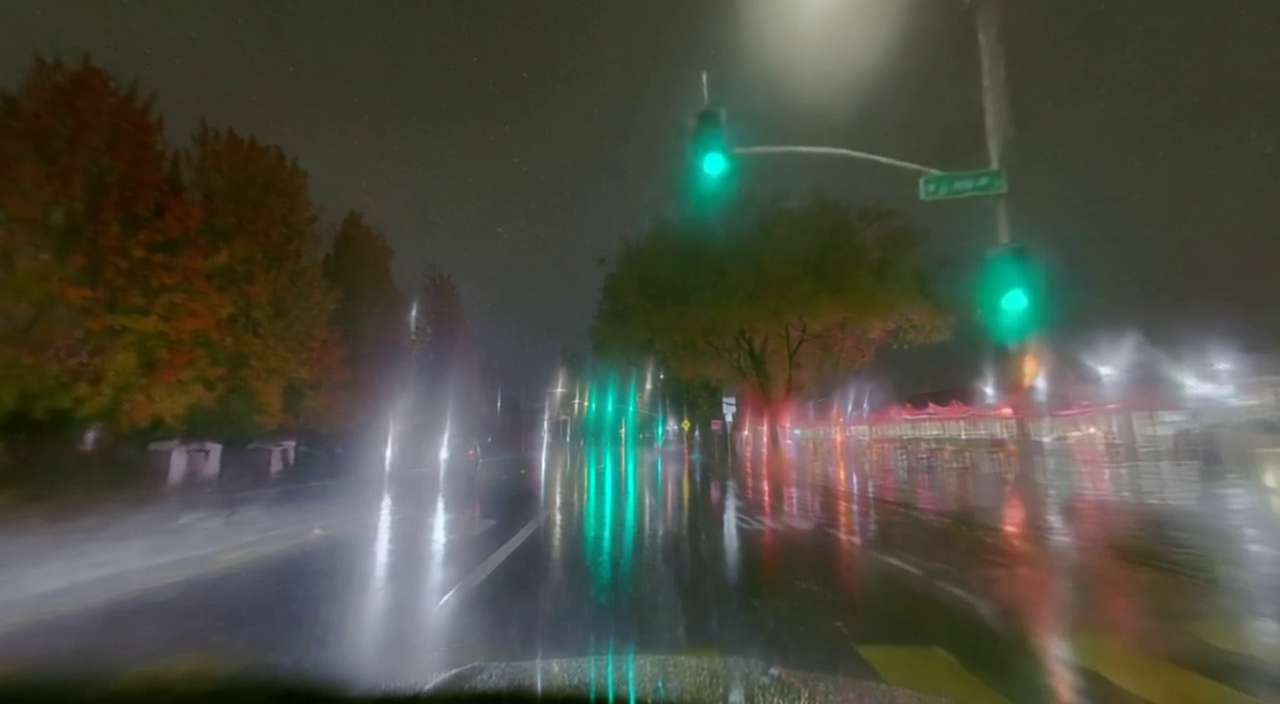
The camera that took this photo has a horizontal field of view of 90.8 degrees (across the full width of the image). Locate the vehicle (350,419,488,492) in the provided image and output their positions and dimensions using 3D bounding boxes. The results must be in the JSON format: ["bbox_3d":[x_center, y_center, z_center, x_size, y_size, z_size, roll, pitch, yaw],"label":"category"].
[{"bbox_3d":[-6.614,3.179,19.753,2.545,1.943,5.168,0,-8,-1],"label":"vehicle"}]

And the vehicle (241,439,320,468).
[{"bbox_3d":[-20.464,5.774,36.164,1.981,1.510,4.439,0,-8,-1],"label":"vehicle"}]

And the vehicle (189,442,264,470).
[{"bbox_3d":[-23.057,5.758,35.385,1.739,1.373,3.759,0,-7,-2],"label":"vehicle"}]
